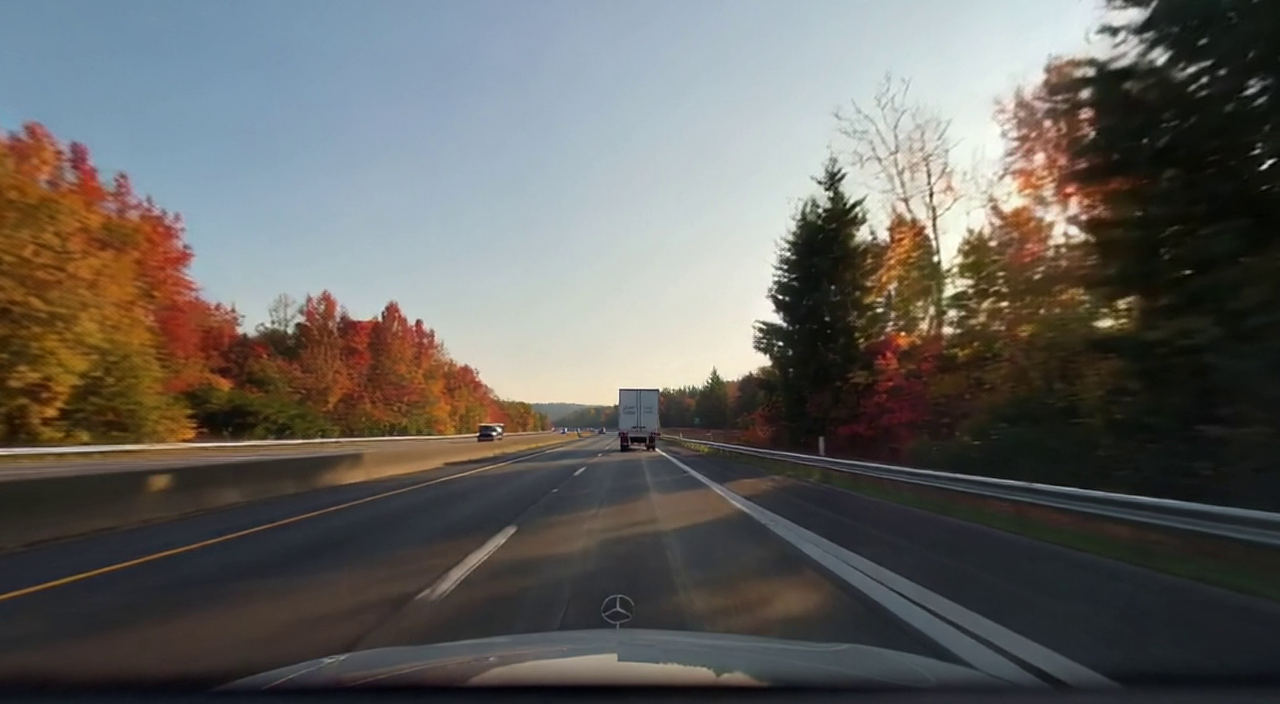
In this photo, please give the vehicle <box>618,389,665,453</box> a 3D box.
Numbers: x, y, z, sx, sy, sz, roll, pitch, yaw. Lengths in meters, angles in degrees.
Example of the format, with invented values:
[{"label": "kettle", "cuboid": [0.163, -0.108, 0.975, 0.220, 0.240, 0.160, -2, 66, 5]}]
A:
[{"label": "vehicle", "cuboid": [-0.047, 5.129, 45.692, 3.013, 4.016, 11.496, 0, -8, -1]}]
